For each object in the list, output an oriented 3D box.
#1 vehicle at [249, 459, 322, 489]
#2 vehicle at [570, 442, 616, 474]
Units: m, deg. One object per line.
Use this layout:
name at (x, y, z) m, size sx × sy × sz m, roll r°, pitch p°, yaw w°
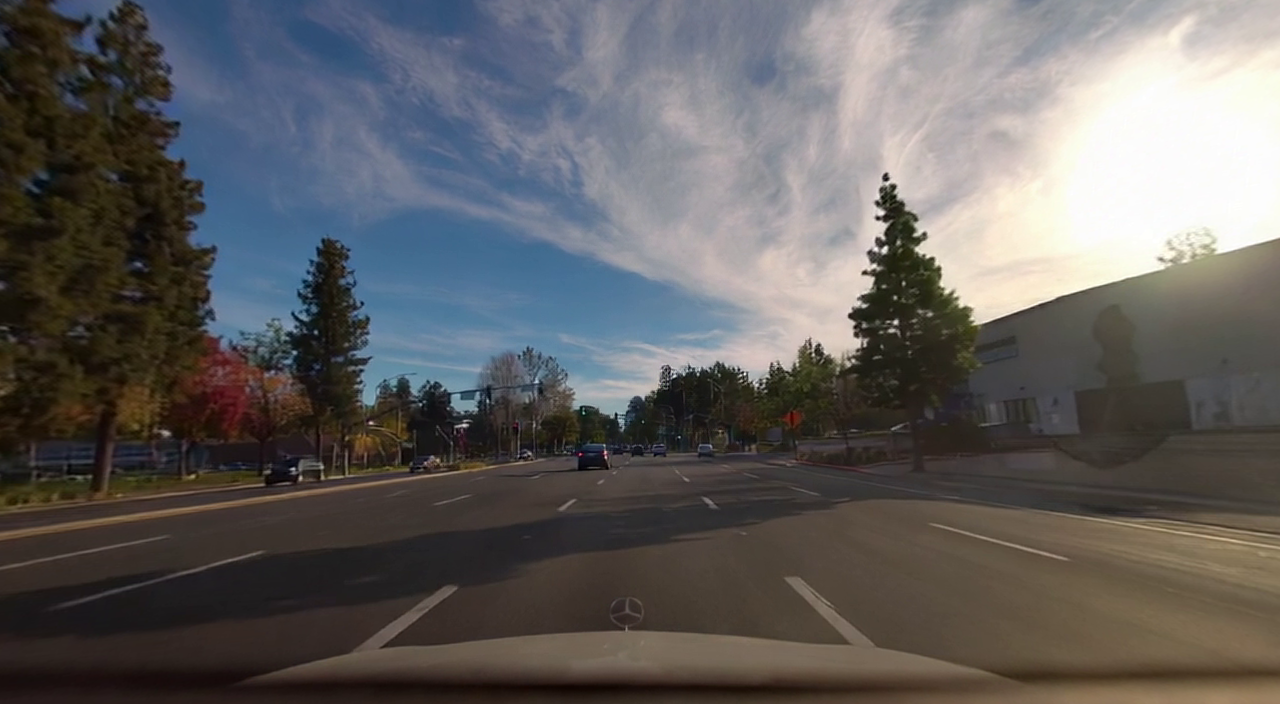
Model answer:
vehicle at (-24.026, 8.285, 42.982) m, size 2.005 × 1.791 × 4.989 m, roll 0°, pitch -8°, yaw 1°
vehicle at (-2.564, 5.866, 35.259) m, size 2.121 × 1.656 × 4.559 m, roll 0°, pitch -8°, yaw 1°
